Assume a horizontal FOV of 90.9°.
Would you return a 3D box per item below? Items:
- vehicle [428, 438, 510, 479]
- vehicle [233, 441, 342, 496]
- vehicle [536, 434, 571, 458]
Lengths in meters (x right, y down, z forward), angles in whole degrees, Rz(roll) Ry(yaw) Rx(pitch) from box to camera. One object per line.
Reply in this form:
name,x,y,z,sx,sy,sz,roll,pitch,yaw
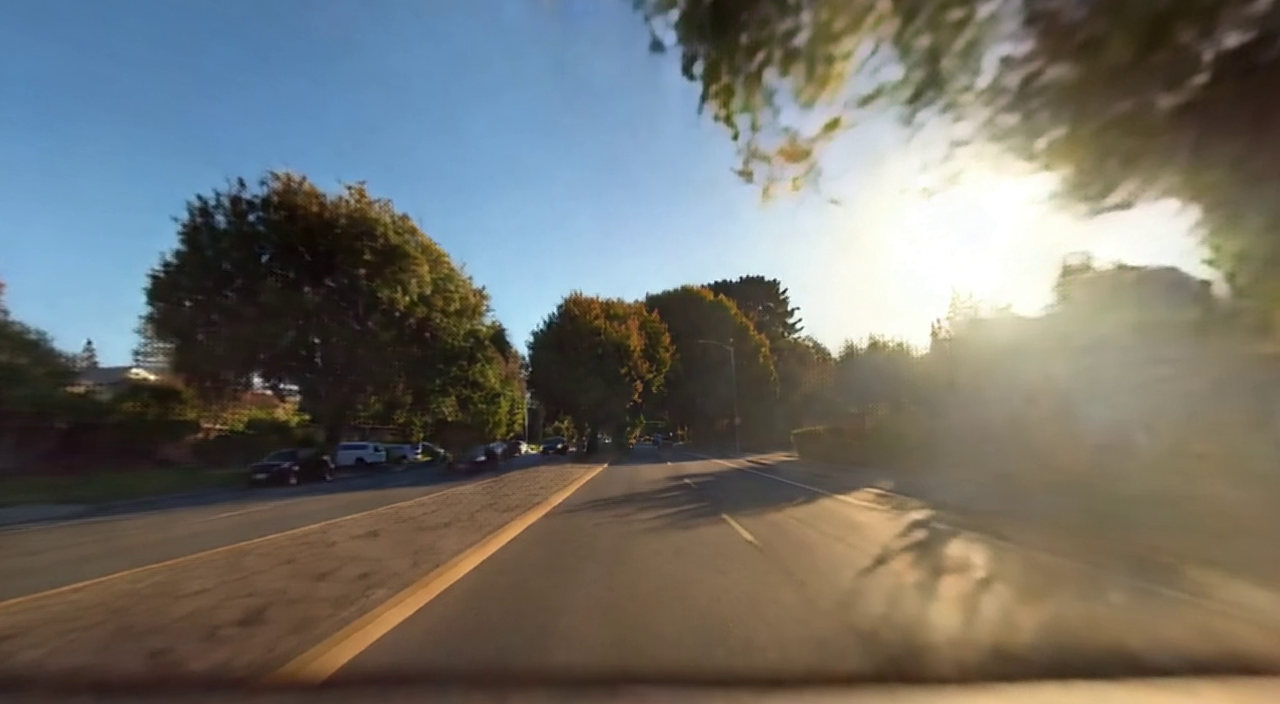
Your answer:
vehicle,-6.709,4.217,25.283,1.975,1.481,4.318,-1,-8,2
vehicle,-14.525,4.760,26.335,2.058,1.779,4.768,-3,-6,-3
vehicle,-6.622,7.210,48.663,2.000,1.738,4.251,-1,-8,2
